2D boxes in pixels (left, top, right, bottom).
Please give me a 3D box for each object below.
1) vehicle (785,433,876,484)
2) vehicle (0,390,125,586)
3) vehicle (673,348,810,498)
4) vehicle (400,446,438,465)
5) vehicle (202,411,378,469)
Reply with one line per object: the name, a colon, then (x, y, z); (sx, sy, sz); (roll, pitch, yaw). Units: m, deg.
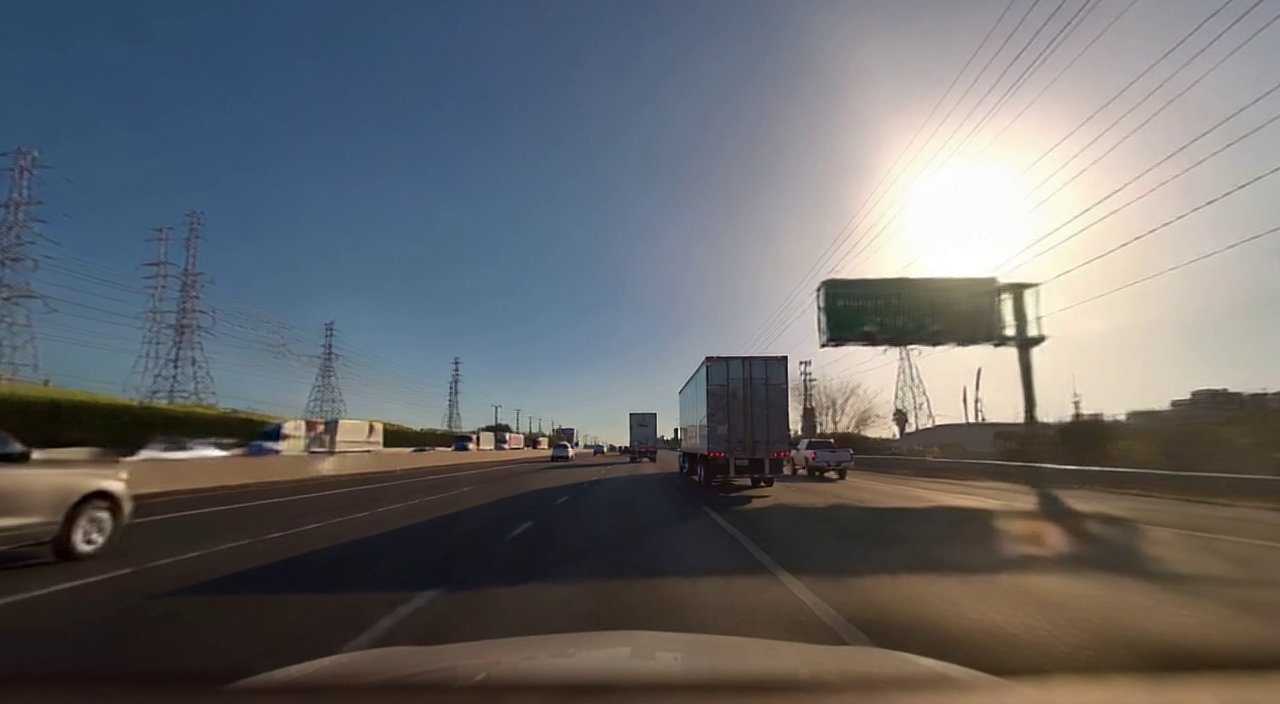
vehicle: (7.471, 4.216, 25.363); (2.115, 1.844, 4.522); (0, -9, -1)
vehicle: (-7.108, 1.151, 5.038); (2.004, 1.846, 4.739); (0, -9, -1)
vehicle: (3.229, 3.184, 25.809); (2.892, 4.152, 16.575); (0, -9, 0)
vehicle: (-16.739, 7.873, 48.158); (1.499, 1.359, 3.461); (-1, -9, 3)
vehicle: (-24.720, 6.646, 46.979); (2.979, 3.485, 17.978); (0, -9, 0)
